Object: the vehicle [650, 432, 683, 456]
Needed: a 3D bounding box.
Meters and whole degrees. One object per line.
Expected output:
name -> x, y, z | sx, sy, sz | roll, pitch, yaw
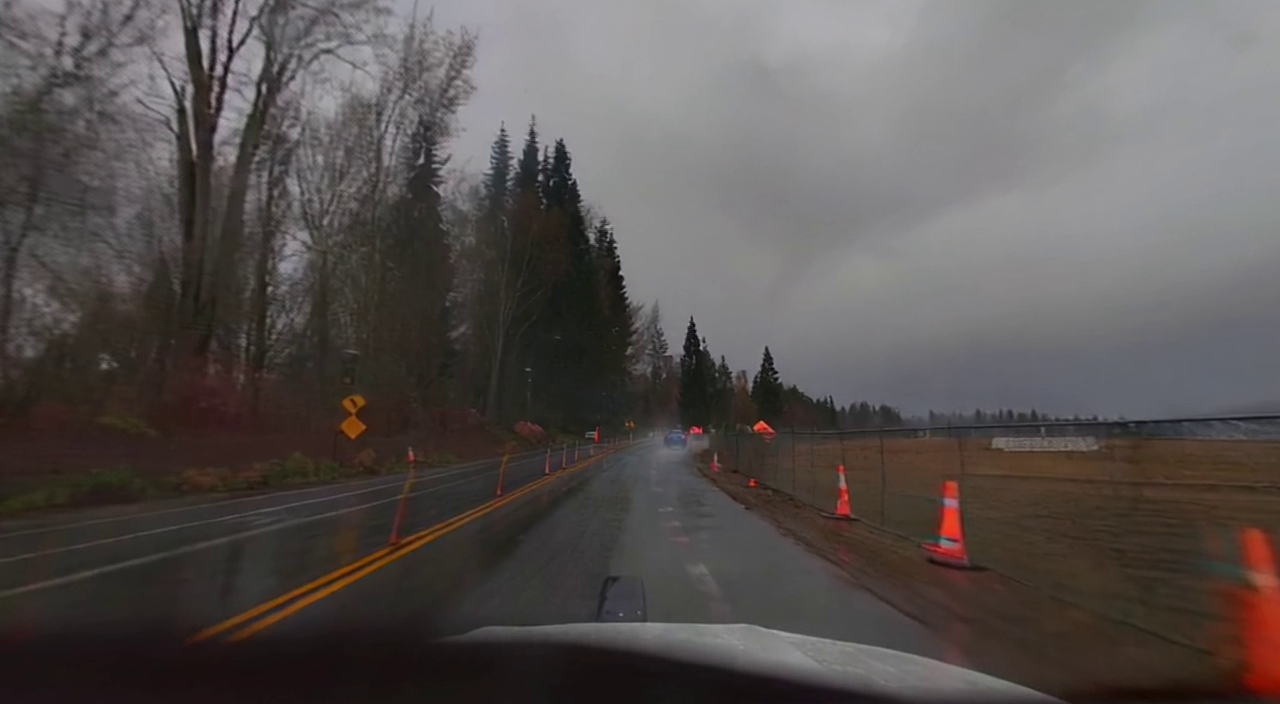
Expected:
vehicle -> 1.785, 6.226, 42.665 | 2.172, 1.486, 3.581 | 0, -9, 2
